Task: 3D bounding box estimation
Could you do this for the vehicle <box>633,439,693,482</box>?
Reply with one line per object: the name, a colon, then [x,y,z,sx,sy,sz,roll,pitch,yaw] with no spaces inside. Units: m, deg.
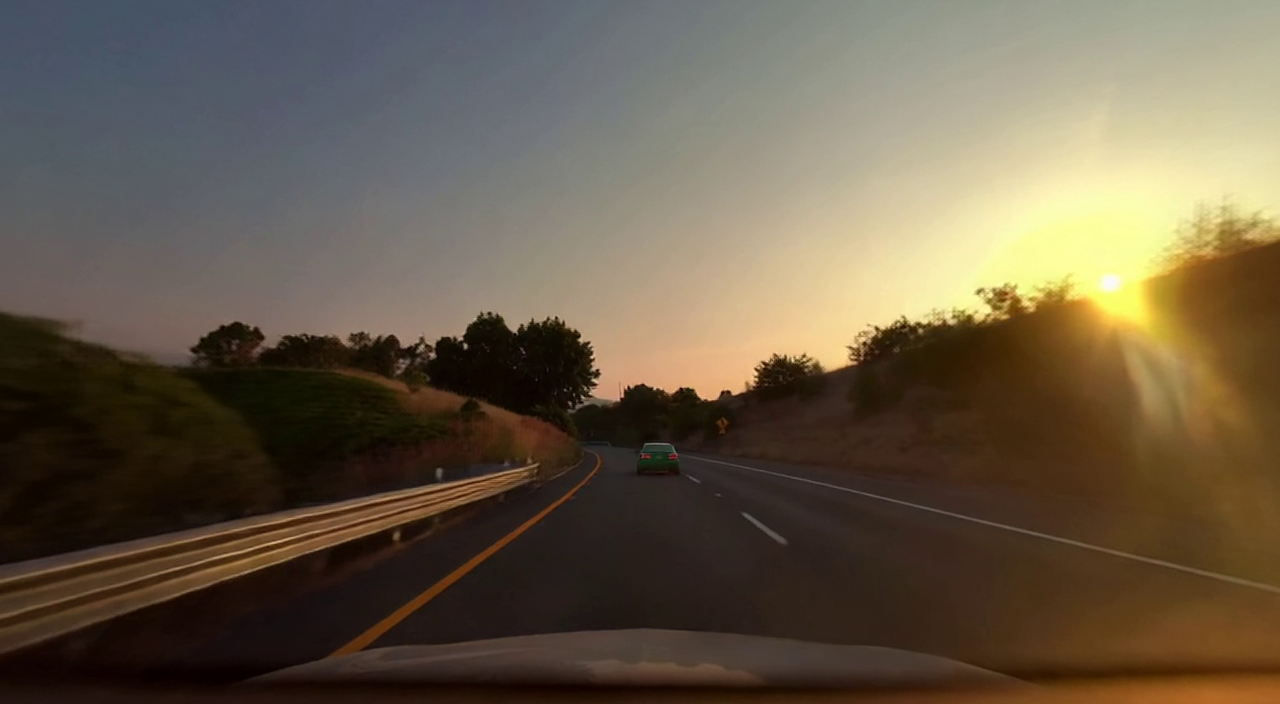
vehicle: [0.777,4.110,24.254,2.029,1.474,4.183,0,-8,-2]
